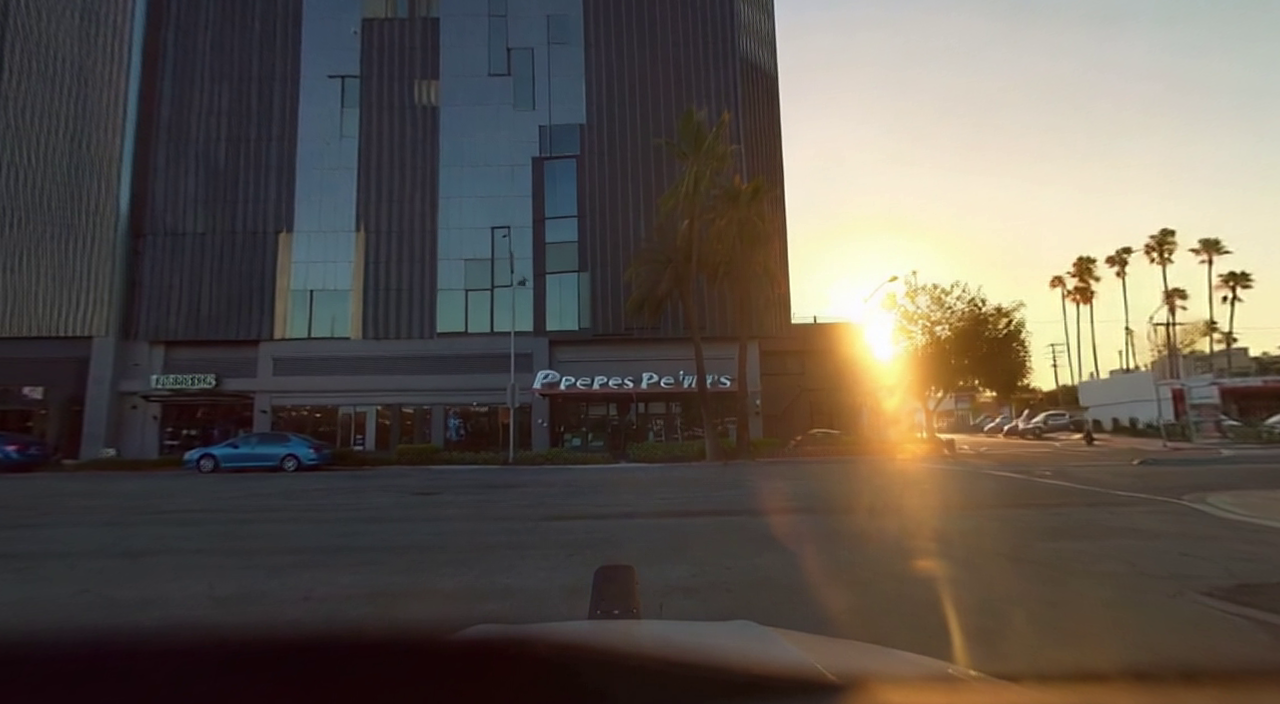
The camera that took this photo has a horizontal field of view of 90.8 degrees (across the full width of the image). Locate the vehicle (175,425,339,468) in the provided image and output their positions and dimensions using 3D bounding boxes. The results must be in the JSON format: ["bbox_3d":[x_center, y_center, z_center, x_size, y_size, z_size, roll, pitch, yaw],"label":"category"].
[{"bbox_3d":[-13.969,3.460,23.229,4.857,1.497,1.811,0,-9,1],"label":"vehicle"}]

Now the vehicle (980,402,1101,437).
[{"bbox_3d":[28.450,4.845,45.033,7.026,2.329,2.545,1,-6,-4],"label":"vehicle"}]

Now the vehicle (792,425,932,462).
[{"bbox_3d":[8.581,3.556,24.595,4.782,1.371,1.763,1,-9,-5],"label":"vehicle"}]

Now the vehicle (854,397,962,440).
[{"bbox_3d":[16.189,4.064,38.366,5.524,2.504,2.196,0,-8,-3],"label":"vehicle"}]
